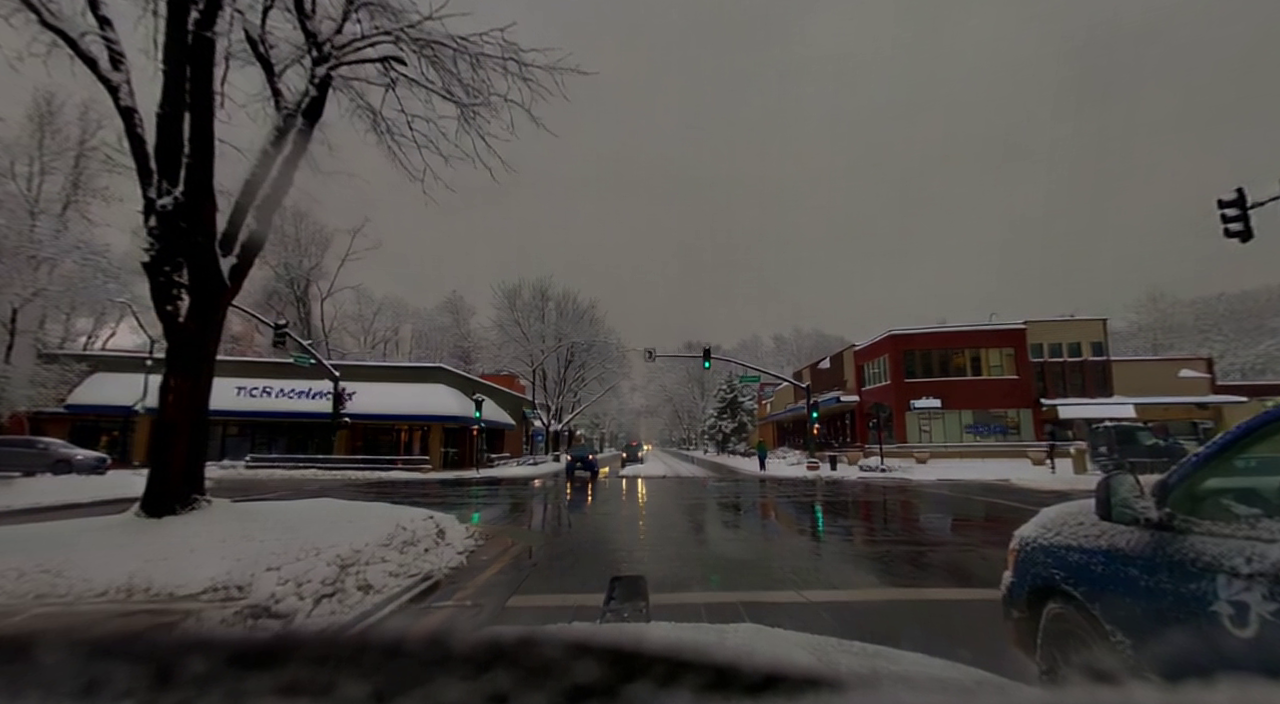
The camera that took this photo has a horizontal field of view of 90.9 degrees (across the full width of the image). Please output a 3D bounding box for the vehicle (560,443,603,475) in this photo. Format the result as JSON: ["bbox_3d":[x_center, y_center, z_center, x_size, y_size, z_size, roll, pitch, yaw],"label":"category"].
[{"bbox_3d":[-3.163,5.875,34.846,1.961,1.658,4.064,0,-8,0],"label":"vehicle"}]

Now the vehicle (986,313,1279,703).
[{"bbox_3d":[2.872,0.625,0.934,2.048,1.725,4.754,0,-8,1],"label":"vehicle"}]

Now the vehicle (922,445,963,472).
[{"bbox_3d":[18.281,6.406,38.269,1.791,1.520,3.649,-3,-9,19],"label":"vehicle"}]

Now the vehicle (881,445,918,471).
[{"bbox_3d":[15.878,6.472,38.735,1.875,1.543,3.853,-3,-9,20],"label":"vehicle"}]

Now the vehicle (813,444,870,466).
[{"bbox_3d":[15.087,7.714,47.442,1.924,1.579,4.084,3,-9,-19],"label":"vehicle"}]
